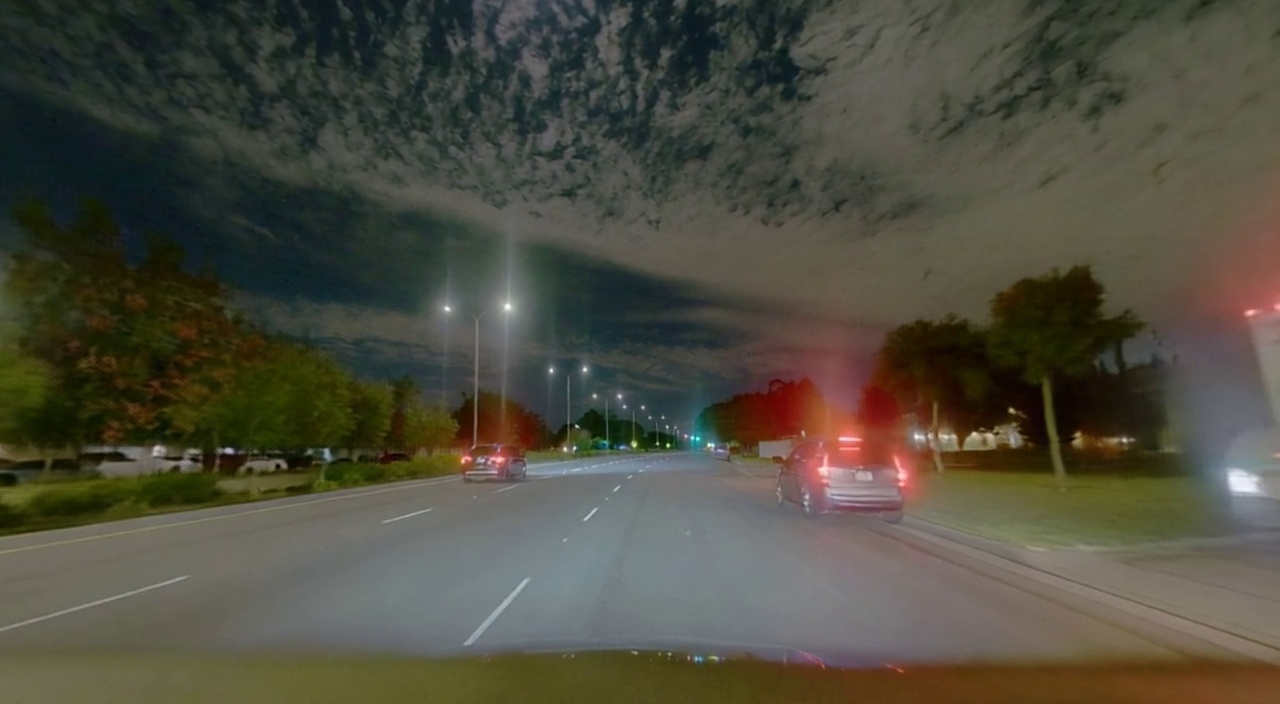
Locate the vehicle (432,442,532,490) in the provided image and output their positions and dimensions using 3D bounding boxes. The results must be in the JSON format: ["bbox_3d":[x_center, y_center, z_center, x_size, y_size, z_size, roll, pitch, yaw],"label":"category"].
[{"bbox_3d":[-5.266,3.857,21.773,2.060,1.473,4.645,0,-8,3],"label":"vehicle"}]

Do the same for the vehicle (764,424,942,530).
[{"bbox_3d":[3.931,2.383,12.664,2.064,1.697,4.718,0,-8,2],"label":"vehicle"}]

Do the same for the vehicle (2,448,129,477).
[{"bbox_3d":[-30.304,5.849,33.368,4.481,1.441,1.960,2,-8,-10],"label":"vehicle"}]
